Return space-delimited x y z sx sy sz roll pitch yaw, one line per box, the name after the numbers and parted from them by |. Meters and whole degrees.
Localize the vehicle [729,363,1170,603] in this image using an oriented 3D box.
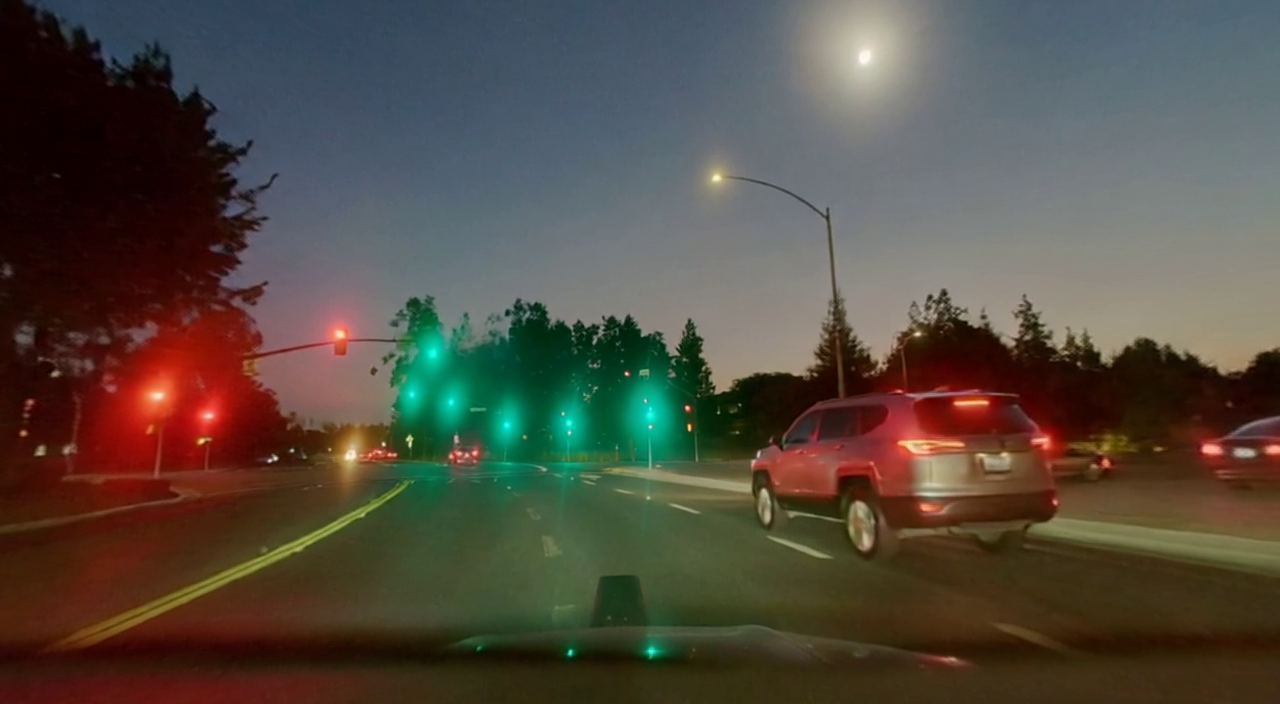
3.201 1.542 8.431 2.338 2.063 5.592 1 -9 -10 | vehicle

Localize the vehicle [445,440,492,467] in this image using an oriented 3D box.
-11.551 6.778 42.245 2.138 1.729 4.178 4 -10 -27 | vehicle

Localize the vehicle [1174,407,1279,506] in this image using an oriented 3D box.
13.385 1.907 12.096 4.656 1.710 1.950 -1 -9 -7 | vehicle
